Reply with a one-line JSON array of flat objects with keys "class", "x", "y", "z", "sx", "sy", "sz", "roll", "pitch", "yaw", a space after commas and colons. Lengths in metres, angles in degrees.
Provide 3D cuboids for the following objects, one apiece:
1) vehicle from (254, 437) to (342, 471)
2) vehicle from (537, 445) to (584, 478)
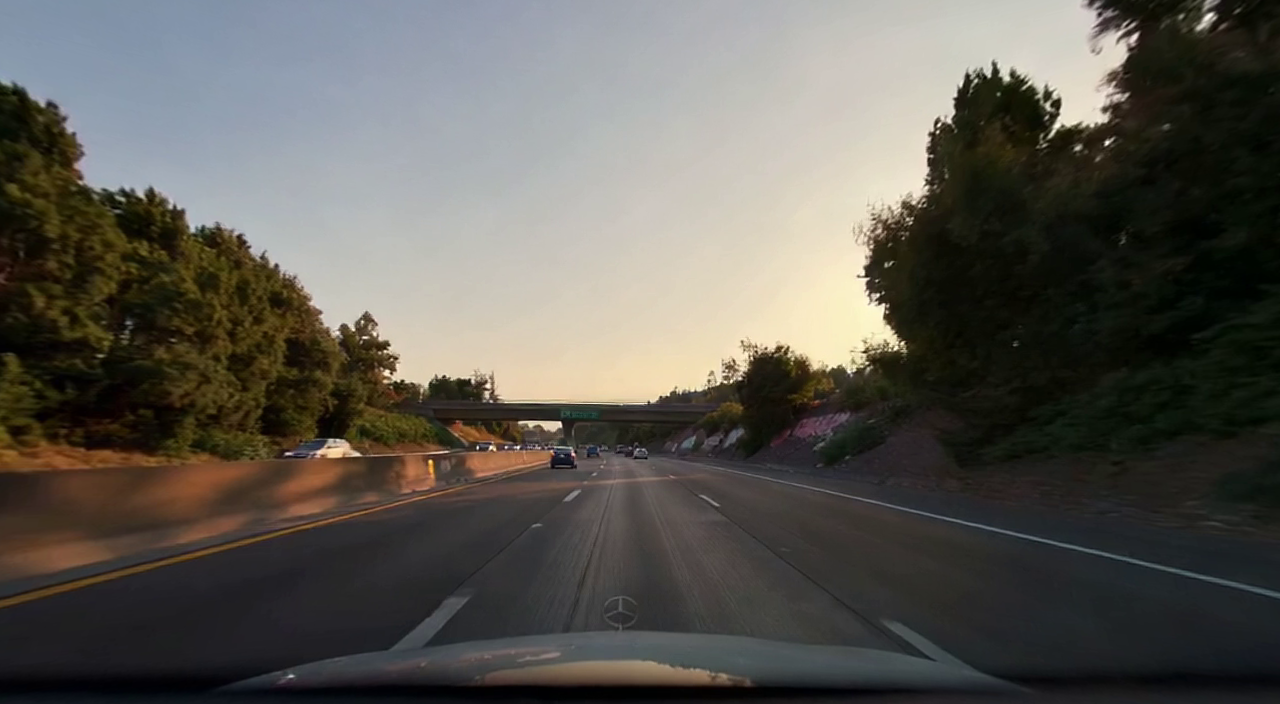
[{"class": "vehicle", "x": -16.123, "y": 4.823, "z": 29.915, "sx": 1.838, "sy": 1.468, "sz": 4.319, "roll": 0, "pitch": -9, "yaw": -1}, {"class": "vehicle", "x": -3.817, "y": 5.315, "z": 30.745, "sx": 1.871, "sy": 1.459, "sz": 3.771, "roll": 0, "pitch": -9, "yaw": -1}]
